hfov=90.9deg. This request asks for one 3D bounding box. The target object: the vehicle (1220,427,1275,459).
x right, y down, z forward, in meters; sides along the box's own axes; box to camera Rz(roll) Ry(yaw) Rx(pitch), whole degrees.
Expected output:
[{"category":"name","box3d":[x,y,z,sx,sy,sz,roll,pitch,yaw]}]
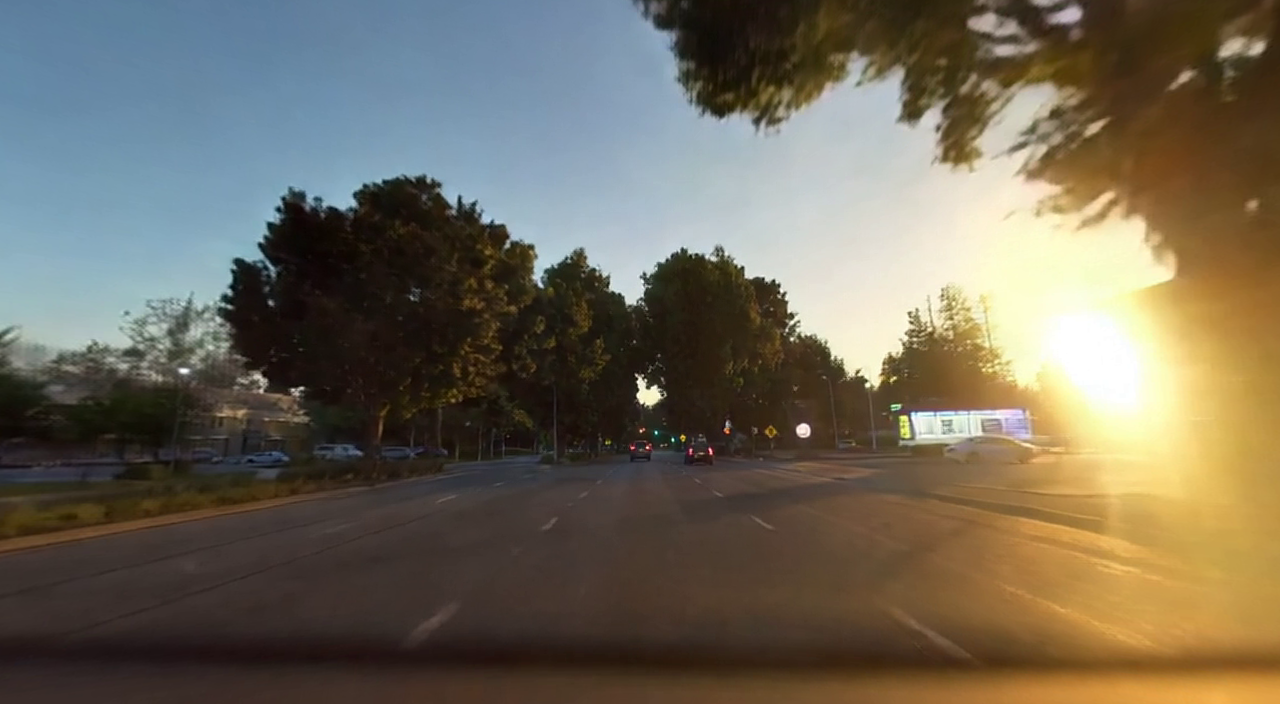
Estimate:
[{"category":"vehicle","box3d":[34.303,5.129,35.526,1.938,1.709,4.666,-9,-12,44]}]

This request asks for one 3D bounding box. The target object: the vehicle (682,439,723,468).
[{"category":"vehicle","box3d":[3.853,6.290,39.411,2.007,1.683,4.171,0,-8,-1]}]

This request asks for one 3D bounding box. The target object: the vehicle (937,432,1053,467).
[{"category":"vehicle","box3d":[16.908,4.660,30.180,4.233,1.562,2.143,-1,-8,1]}]
